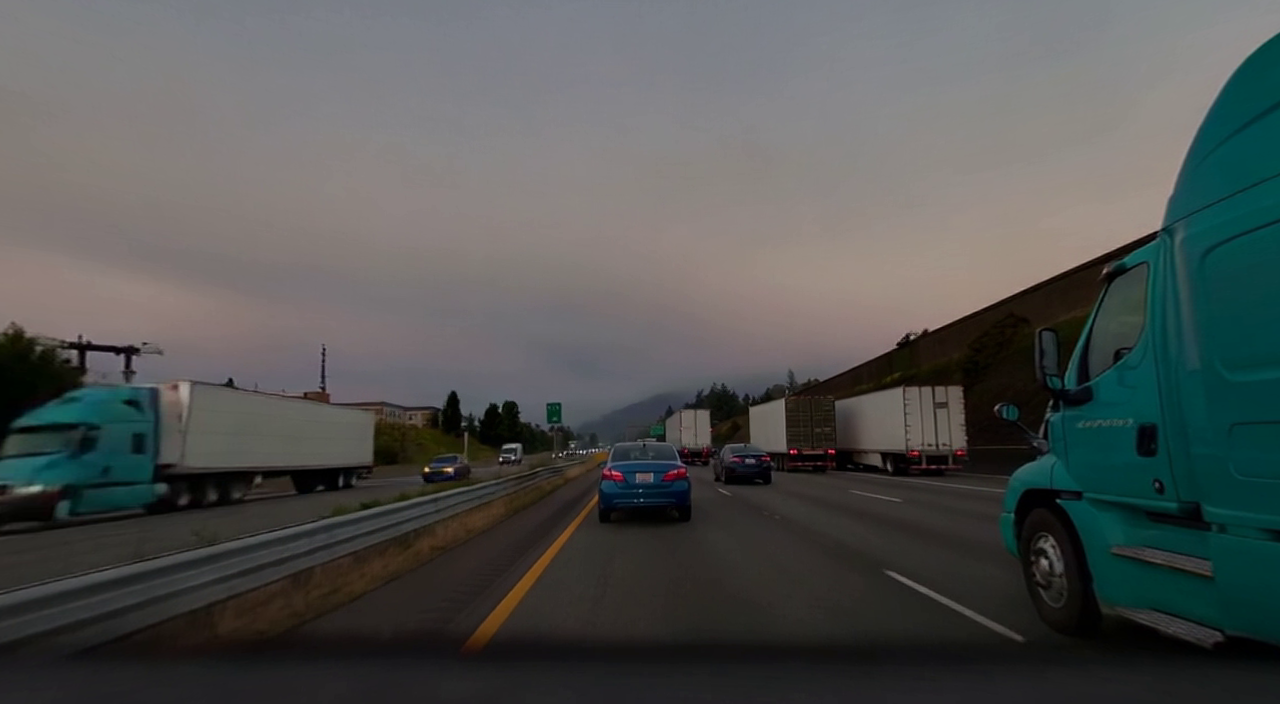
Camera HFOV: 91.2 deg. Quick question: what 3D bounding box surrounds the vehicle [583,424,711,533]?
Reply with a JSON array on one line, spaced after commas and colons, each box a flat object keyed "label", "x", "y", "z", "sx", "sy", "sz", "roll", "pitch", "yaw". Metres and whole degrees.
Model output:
[{"label": "vehicle", "x": 0.114, "y": 2.232, "z": 11.490, "sx": 1.965, "sy": 1.664, "sz": 3.428, "roll": 0, "pitch": -9, "yaw": 0}]

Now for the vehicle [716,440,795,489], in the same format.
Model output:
[{"label": "vehicle", "x": 3.840, "y": 3.803, "z": 21.433, "sx": 1.859, "sy": 1.512, "sz": 3.711, "roll": 0, "pitch": -9, "yaw": -2}]

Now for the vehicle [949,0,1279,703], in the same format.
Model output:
[{"label": "vehicle", "x": 4.209, "y": -0.115, "z": 2.263, "sx": 2.987, "sy": 3.877, "sz": 5.881, "roll": 0, "pitch": -9, "yaw": 0}]

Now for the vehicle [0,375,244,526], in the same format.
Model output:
[{"label": "vehicle", "x": -15.923, "y": 3.052, "z": 19.678, "sx": 3.025, "sy": 3.994, "sz": 5.884, "roll": 0, "pitch": -9, "yaw": -1}]

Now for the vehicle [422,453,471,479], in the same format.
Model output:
[{"label": "vehicle", "x": -12.341, "y": 7.272, "z": 40.133, "sx": 1.917, "sy": 1.518, "sz": 3.802, "roll": 0, "pitch": -9, "yaw": 0}]

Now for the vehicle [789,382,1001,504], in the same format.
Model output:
[{"label": "vehicle", "x": 7.997, "y": 3.208, "z": 21.887, "sx": 2.799, "sy": 3.188, "sz": 10.578, "roll": 0, "pitch": -9, "yaw": -1}]
